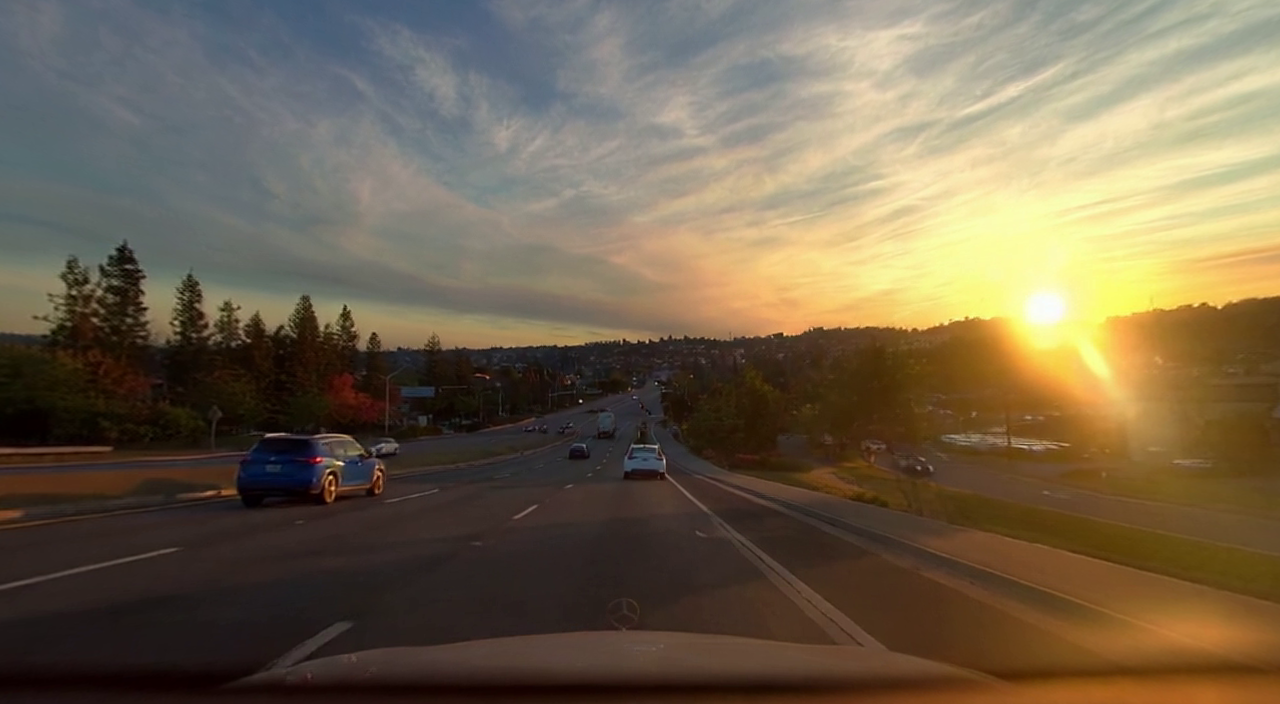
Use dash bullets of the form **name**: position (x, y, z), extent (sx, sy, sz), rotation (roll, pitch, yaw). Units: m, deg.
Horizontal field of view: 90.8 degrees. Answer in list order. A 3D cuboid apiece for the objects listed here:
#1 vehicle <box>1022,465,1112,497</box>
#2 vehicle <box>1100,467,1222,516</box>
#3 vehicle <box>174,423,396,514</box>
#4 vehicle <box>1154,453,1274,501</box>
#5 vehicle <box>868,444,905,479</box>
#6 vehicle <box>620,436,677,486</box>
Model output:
- **vehicle**: position (25.588, 7.738, 38.074), extent (1.862, 1.481, 4.503), rotation (0, -7, -9)
- **vehicle**: position (26.148, 6.957, 31.941), extent (1.975, 1.950, 4.526), rotation (0, -7, -5)
- **vehicle**: position (-7.471, 2.512, 14.116), extent (1.997, 1.650, 5.090), rotation (0, -9, 0)
- **vehicle**: position (34.322, 7.426, 37.959), extent (4.850, 1.840, 1.939), rotation (5, 1, 22)
- **vehicle**: position (17.883, 7.915, 46.030), extent (1.849, 1.958, 4.453), rotation (-2, -3, 13)
- **vehicle**: position (0.333, 4.393, 25.785), extent (2.125, 1.830, 4.370), rotation (0, -9, 0)
